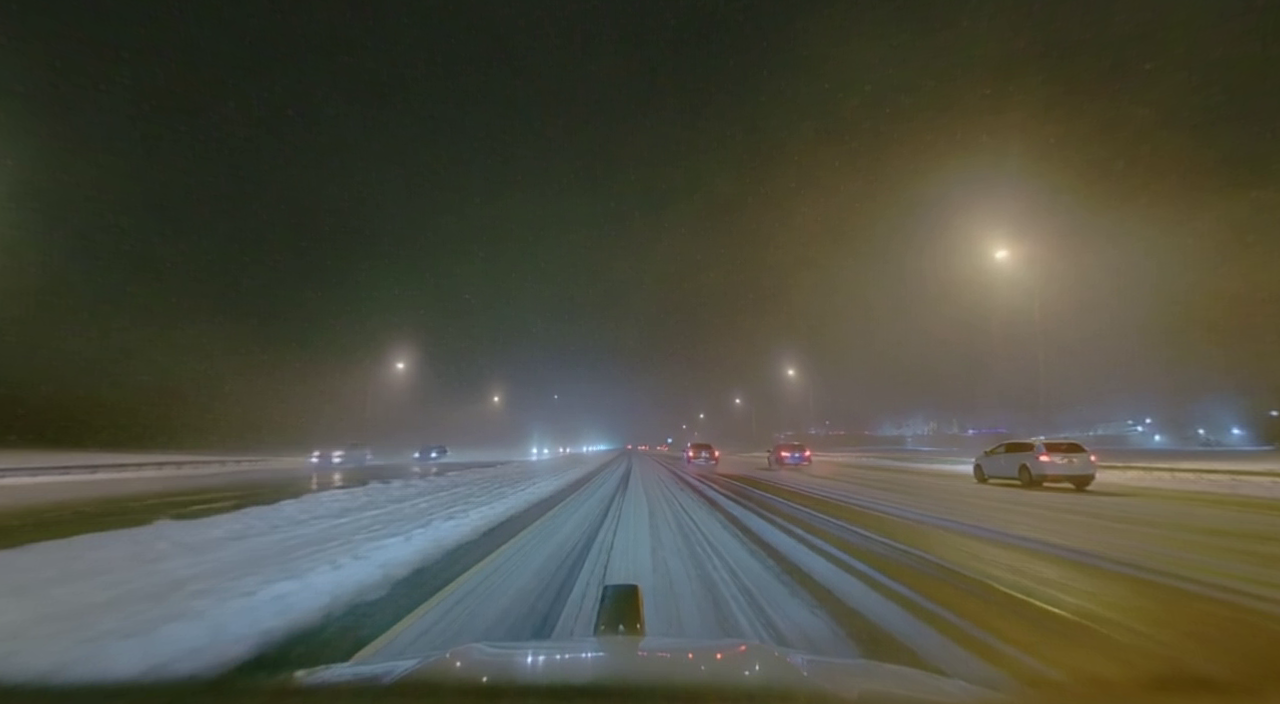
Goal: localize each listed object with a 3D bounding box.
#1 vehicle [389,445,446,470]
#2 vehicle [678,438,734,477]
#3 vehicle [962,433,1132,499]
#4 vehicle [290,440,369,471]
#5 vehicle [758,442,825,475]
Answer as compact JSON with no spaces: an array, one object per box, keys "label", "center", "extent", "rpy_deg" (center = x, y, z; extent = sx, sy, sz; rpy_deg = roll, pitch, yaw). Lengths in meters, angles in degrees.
[{"label":"vehicle","center":[-14.246,6.764,40.734],"extent":[1.939,1.495,4.658],"rpy_deg":[0,-9,0]},{"label":"vehicle","center":[2.949,4.833,29.154],"extent":[1.977,1.601,4.598],"rpy_deg":[0,-9,-2]},{"label":"vehicle","center":[10.885,3.064,17.334],"extent":[1.844,1.560,4.085],"rpy_deg":[0,-9,-1]},{"label":"vehicle","center":[-18.216,6.089,37.398],"extent":[2.140,1.722,5.002],"rpy_deg":[0,-9,-1]},{"label":"vehicle","center":[6.988,4.961,29.625],"extent":[1.952,1.442,4.259],"rpy_deg":[0,-9,-2]}]
